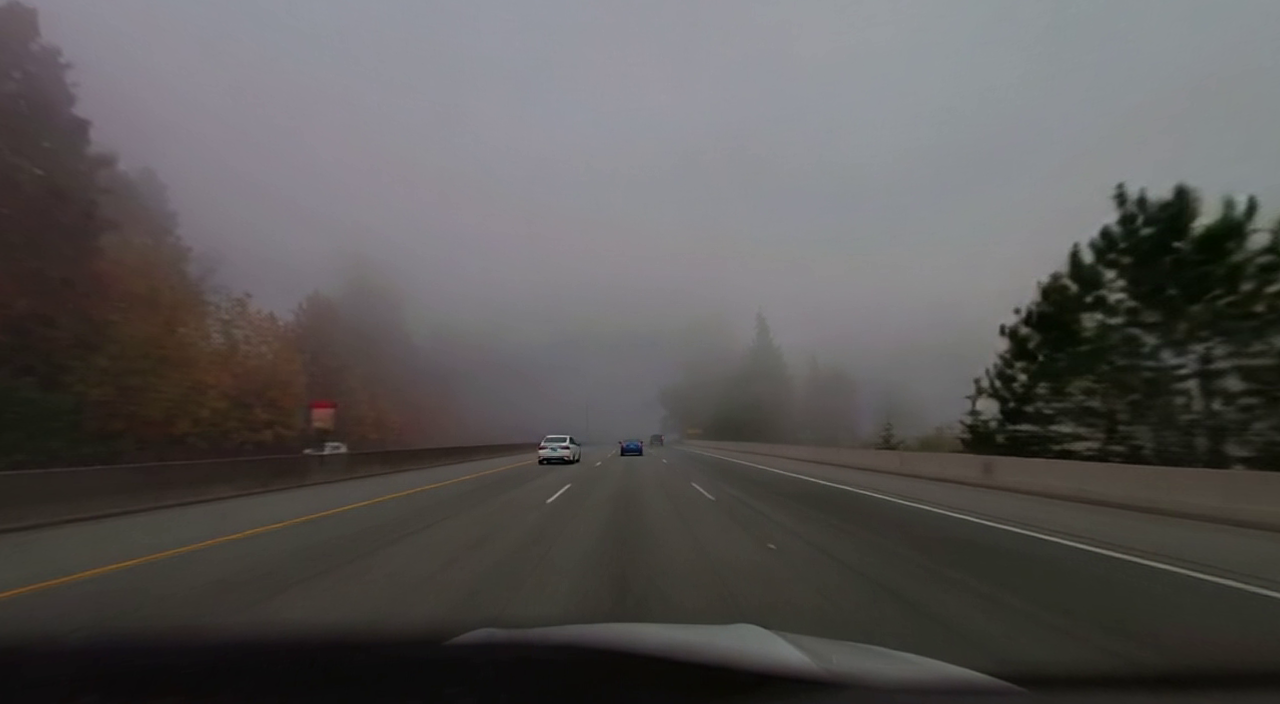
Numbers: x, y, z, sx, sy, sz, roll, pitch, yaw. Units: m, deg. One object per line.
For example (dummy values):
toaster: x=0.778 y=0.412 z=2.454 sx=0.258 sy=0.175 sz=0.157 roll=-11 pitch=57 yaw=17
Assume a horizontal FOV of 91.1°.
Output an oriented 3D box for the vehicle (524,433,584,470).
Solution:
vehicle: x=-3.766 y=4.430 z=28.372 sx=2.103 sy=1.507 sz=4.367 roll=0 pitch=-8 yaw=0
